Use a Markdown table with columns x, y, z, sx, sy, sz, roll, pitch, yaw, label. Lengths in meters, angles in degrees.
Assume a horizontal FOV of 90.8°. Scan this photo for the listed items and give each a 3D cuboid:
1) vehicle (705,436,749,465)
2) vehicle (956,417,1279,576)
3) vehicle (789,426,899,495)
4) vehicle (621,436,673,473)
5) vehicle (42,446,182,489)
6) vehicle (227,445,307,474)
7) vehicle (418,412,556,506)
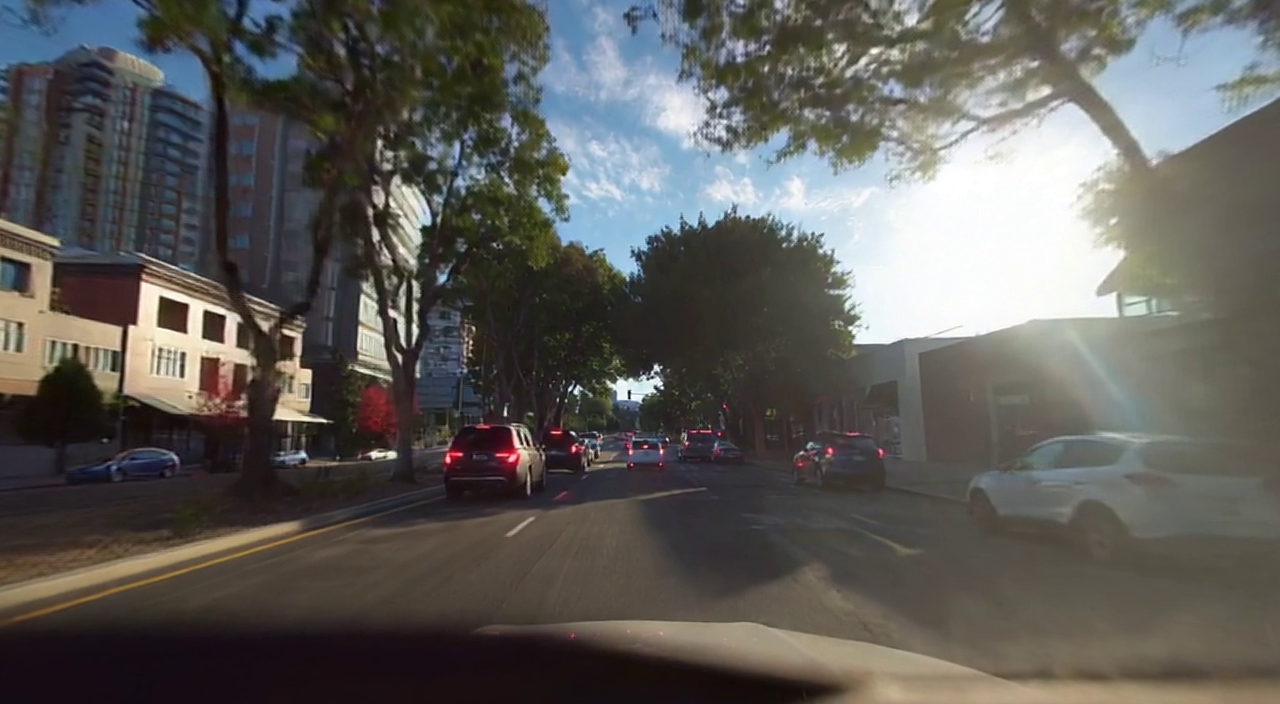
| x | y | z | sx | sy | sz | roll | pitch | yaw | label |
| --- | --- | --- | --- | --- | --- | --- | --- | --- | --- |
| 5.986 | 6.868 | 44.113 | 2.300 | 1.903 | 4.579 | 0 | -9 | -2 | vehicle |
| 6.631 | 1.894 | 9.014 | 2.164 | 1.727 | 3.955 | 0 | -9 | 0 | vehicle |
| 6.393 | 3.452 | 20.423 | 1.997 | 1.943 | 4.409 | 0 | -9 | -1 | vehicle |
| 0.262 | 4.796 | 29.711 | 2.201 | 1.589 | 3.843 | 0 | -9 | -3 | vehicle |
| -22.215 | 4.832 | 26.888 | 1.910 | 1.632 | 4.624 | 0 | -9 | 1 | vehicle |
| -22.436 | 6.476 | 38.195 | 2.148 | 1.607 | 4.428 | 0 | -9 | -1 | vehicle |
| -3.548 | 2.611 | 15.769 | 2.223 | 1.957 | 4.845 | 0 | -9 | 0 | vehicle |
